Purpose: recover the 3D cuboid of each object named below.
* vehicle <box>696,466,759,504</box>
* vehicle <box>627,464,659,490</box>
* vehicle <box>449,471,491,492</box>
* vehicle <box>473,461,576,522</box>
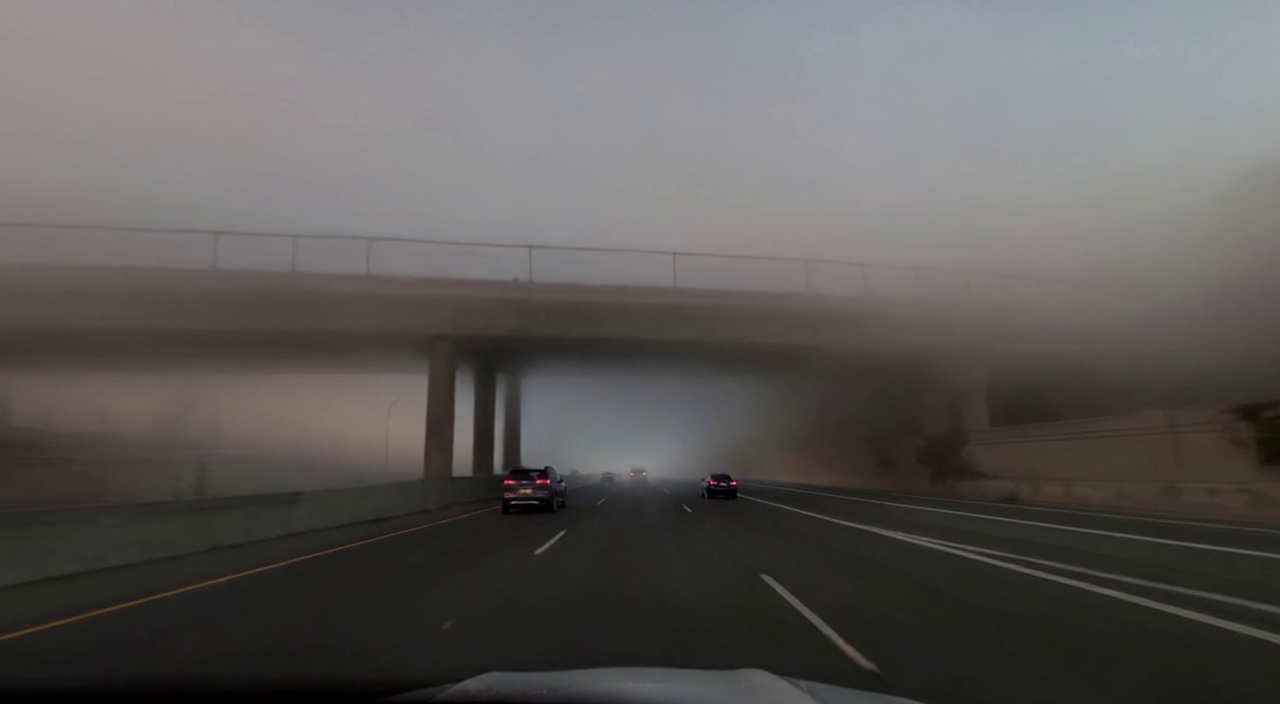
[{"bbox_3d":[3.810,5.921,28.209,2.092,1.518,4.348,1,-10,-1],"label":"vehicle"},{"bbox_3d":[0.230,8.845,44.428,2.181,1.698,4.056,0,-10,0],"label":"vehicle"},{"bbox_3d":[-12.466,9.480,46.191,1.795,1.456,4.329,0,-10,1],"label":"vehicle"},{"bbox_3d":[-3.197,3.992,18.352,2.099,1.516,4.308,0,-10,1],"label":"vehicle"}]
